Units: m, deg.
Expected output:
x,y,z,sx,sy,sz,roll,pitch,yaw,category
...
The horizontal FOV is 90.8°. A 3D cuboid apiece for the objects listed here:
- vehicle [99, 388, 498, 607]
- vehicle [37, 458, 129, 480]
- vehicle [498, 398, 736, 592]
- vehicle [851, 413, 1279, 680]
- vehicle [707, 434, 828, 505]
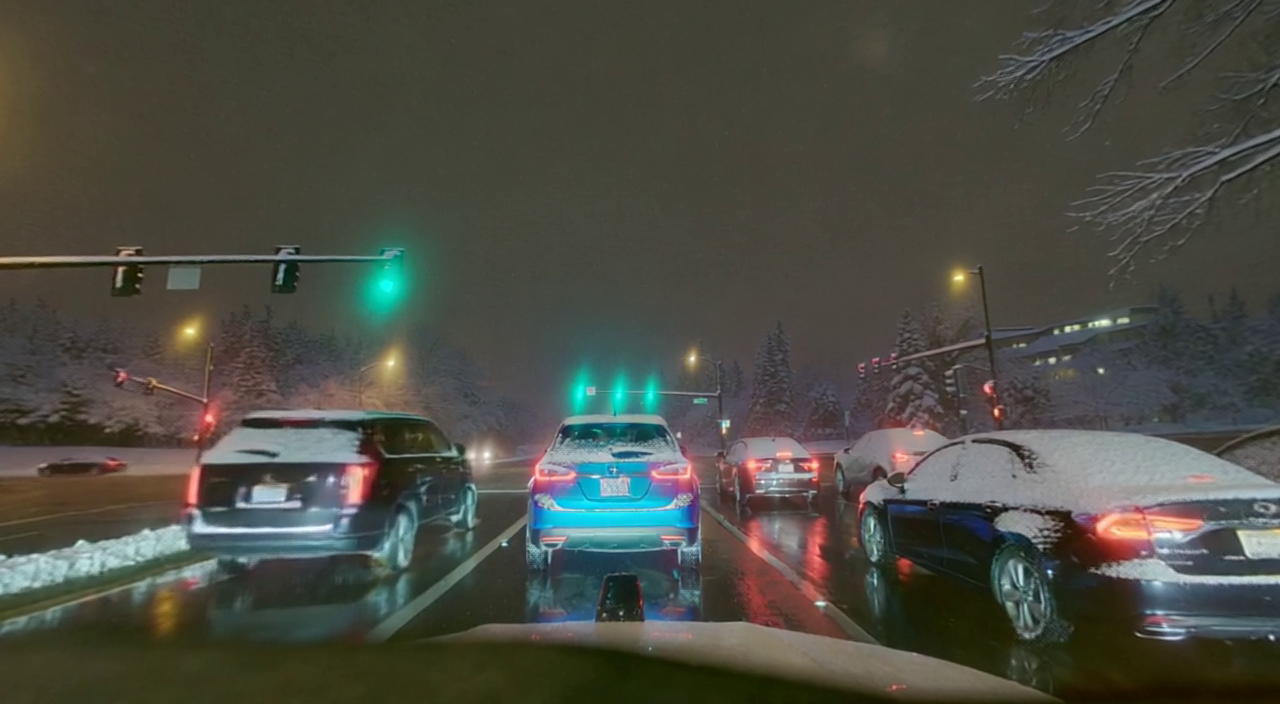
x,y,z,sx,sy,sz,roll,pitch,yaw,category
-3.380,1.563,7.773,2.186,1.794,4.972,0,-8,-1,vehicle
-37.998,7.981,43.150,4.468,1.430,1.770,0,-8,-2,vehicle
-0.268,1.550,7.627,2.101,1.707,3.904,0,-8,-2,vehicle
3.628,1.396,5.708,1.861,1.478,4.185,0,-8,-2,vehicle
2.990,2.856,15.775,1.950,1.506,4.086,0,-8,-3,vehicle
